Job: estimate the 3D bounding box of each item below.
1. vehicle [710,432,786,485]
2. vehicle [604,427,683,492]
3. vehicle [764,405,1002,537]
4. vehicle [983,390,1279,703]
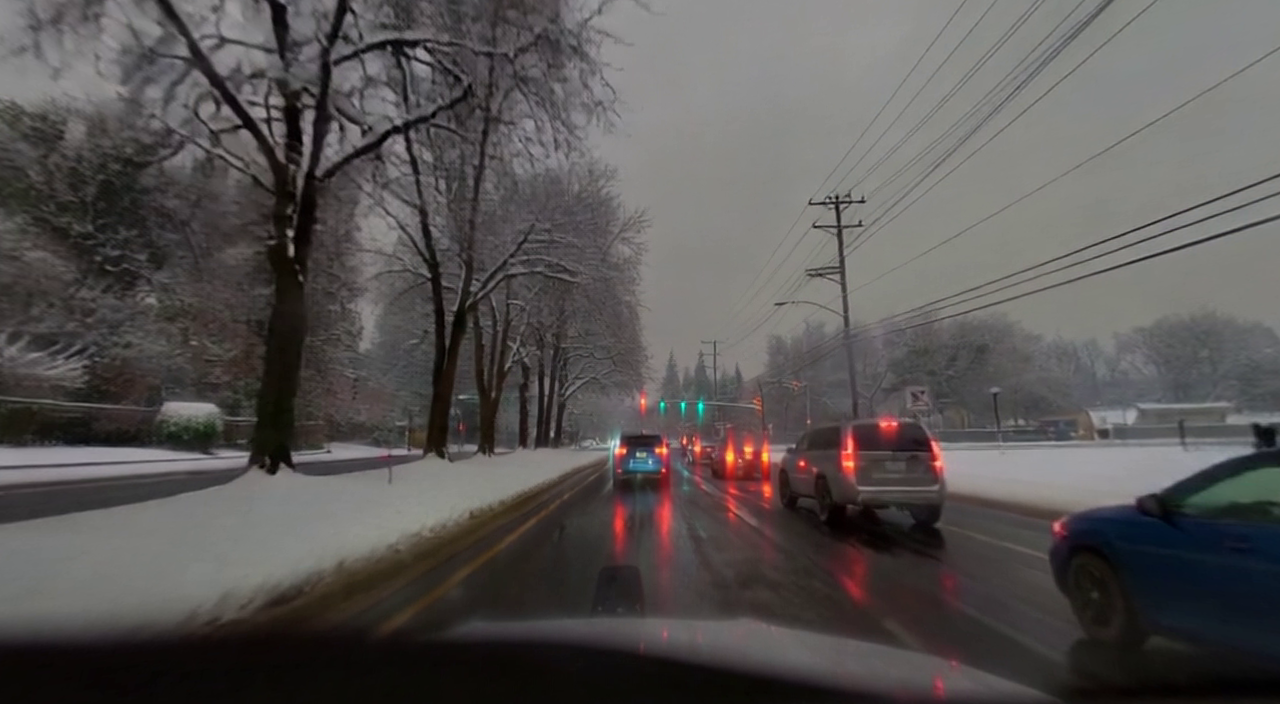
[{"bbox_3d":[3.612,3.641,21.853,1.923,1.653,3.703,-1,-8,0],"label":"vehicle"},{"bbox_3d":[0.080,3.286,19.589,2.163,1.746,4.073,-1,-8,0],"label":"vehicle"},{"bbox_3d":[3.929,2.048,11.465,2.254,1.840,4.918,0,-8,-1],"label":"vehicle"},{"bbox_3d":[3.704,0.935,2.831,1.881,1.512,4.294,-1,-8,0],"label":"vehicle"}]
